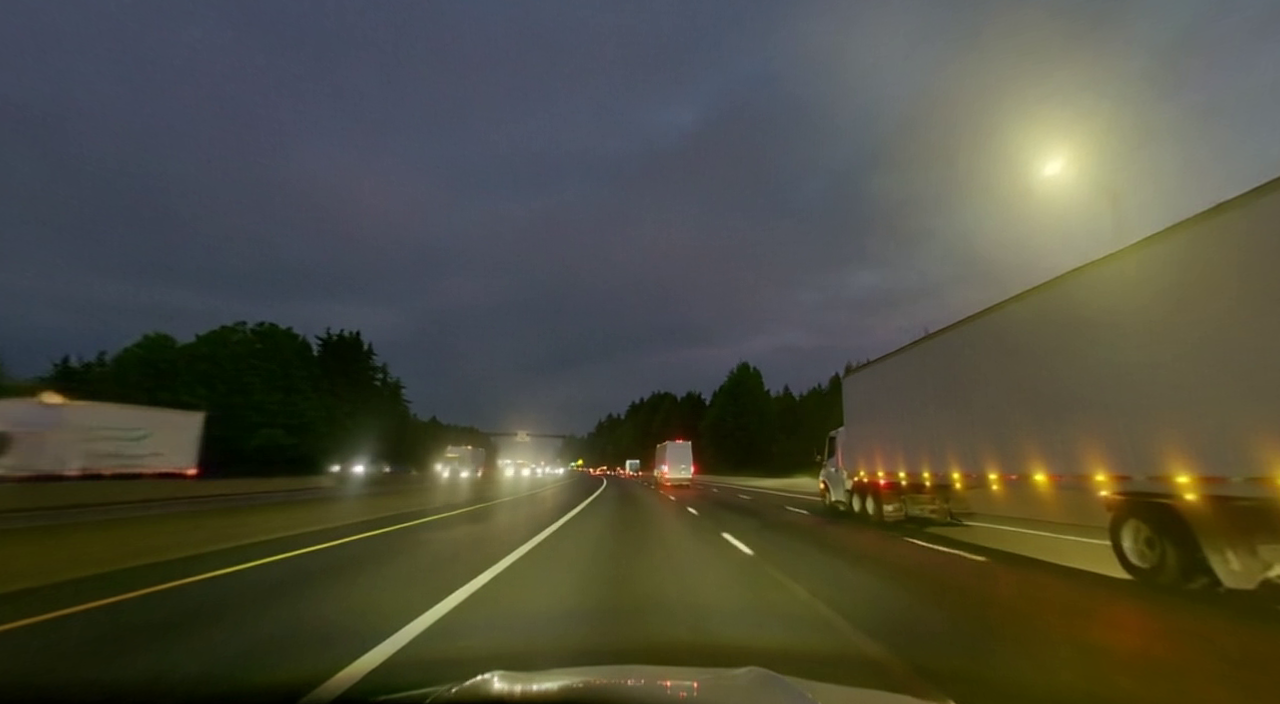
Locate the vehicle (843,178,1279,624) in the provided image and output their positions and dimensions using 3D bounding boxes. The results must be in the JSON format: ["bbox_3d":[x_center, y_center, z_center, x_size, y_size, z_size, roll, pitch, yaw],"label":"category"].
[{"bbox_3d":[7.382,1.398,10.955,2.866,4.102,14.351,1,-10,0],"label":"vehicle"}]

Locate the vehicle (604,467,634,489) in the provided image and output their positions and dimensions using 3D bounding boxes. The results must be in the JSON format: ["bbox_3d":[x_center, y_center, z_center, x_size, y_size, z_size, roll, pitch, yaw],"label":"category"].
[{"bbox_3d":[-1.566,9.362,46.783,2.106,1.524,4.381,1,-10,-1],"label":"vehicle"}]

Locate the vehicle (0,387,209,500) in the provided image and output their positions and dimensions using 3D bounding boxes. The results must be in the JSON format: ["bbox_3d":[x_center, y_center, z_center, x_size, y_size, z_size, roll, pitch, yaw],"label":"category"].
[{"bbox_3d":[-22.493,3.795,24.945,2.722,3.659,11.187,1,-10,0],"label":"vehicle"}]

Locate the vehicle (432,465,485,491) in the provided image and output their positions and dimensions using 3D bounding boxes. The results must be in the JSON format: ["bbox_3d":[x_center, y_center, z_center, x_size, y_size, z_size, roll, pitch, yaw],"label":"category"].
[{"bbox_3d":[-10.754,7.486,37.525,1.934,1.439,4.241,1,-10,0],"label":"vehicle"}]

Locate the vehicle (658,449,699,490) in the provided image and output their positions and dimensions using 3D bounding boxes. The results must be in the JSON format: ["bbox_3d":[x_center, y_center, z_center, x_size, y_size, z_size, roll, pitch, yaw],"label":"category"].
[{"bbox_3d":[2.624,8.308,44.357,2.291,2.639,5.280,1,-10,-3],"label":"vehicle"}]

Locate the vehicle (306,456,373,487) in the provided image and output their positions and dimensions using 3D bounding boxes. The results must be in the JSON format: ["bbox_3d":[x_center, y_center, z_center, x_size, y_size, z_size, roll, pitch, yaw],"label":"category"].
[{"bbox_3d":[-18.223,7.260,38.295,1.935,1.757,4.412,1,-10,-1],"label":"vehicle"}]
